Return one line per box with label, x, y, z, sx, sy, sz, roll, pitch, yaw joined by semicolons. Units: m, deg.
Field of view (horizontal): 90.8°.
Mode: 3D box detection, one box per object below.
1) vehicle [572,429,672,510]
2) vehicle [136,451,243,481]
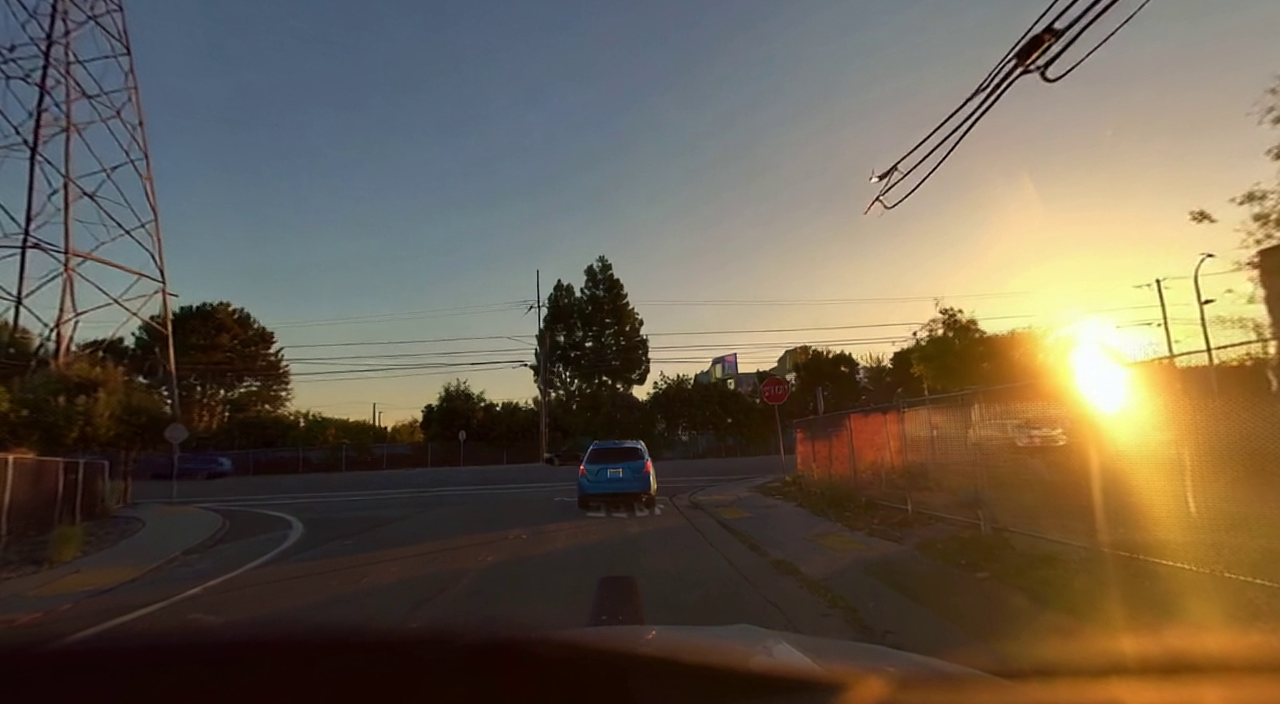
vehicle;-0.517;2.826;15.658;2.137;1.698;4.166;0;-8;-4
vehicle;-26.295;6.660;37.020;4.667;1.614;1.820;0;-8;-7
